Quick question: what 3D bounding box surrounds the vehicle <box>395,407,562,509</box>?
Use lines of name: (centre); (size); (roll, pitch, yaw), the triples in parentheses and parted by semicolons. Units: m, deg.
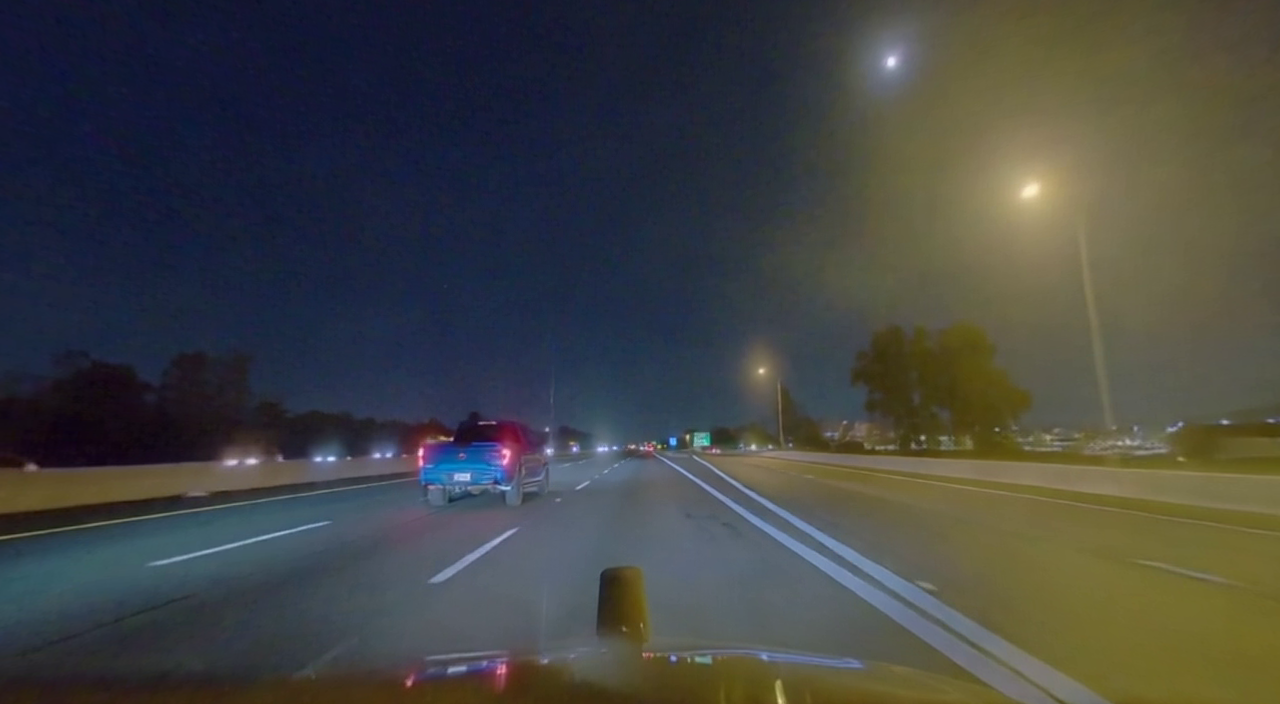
vehicle: (-3.712, 2.638, 16.131); (2.601, 2.084, 6.068); (0, -8, 0)
